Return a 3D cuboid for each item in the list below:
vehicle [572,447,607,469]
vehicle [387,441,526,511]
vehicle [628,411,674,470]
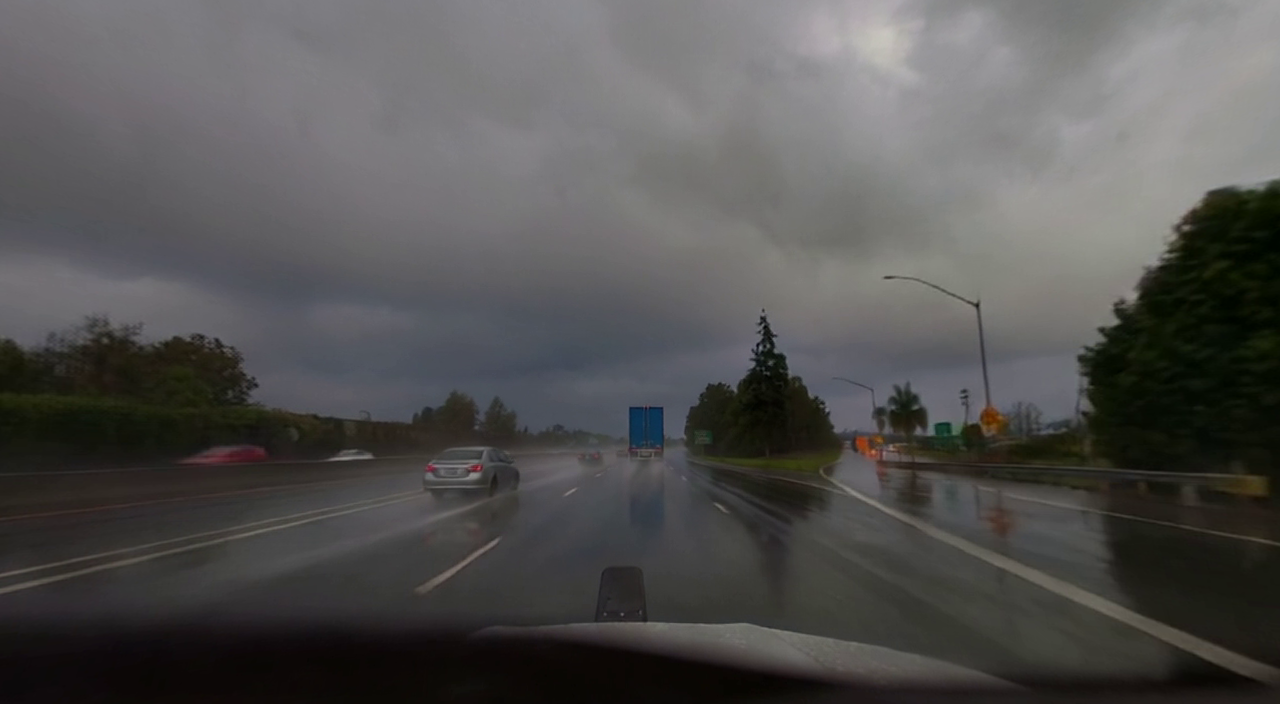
[{"bbox_3d":[-3.471,7.383,44.070,1.981,1.435,4.199,0,-9,2],"label":"vehicle"},{"bbox_3d":[-4.245,2.933,15.408,2.010,1.461,4.391,0,-9,1],"label":"vehicle"},{"bbox_3d":[0.724,6.262,44.189,2.893,3.628,9.081,0,-9,1],"label":"vehicle"}]
